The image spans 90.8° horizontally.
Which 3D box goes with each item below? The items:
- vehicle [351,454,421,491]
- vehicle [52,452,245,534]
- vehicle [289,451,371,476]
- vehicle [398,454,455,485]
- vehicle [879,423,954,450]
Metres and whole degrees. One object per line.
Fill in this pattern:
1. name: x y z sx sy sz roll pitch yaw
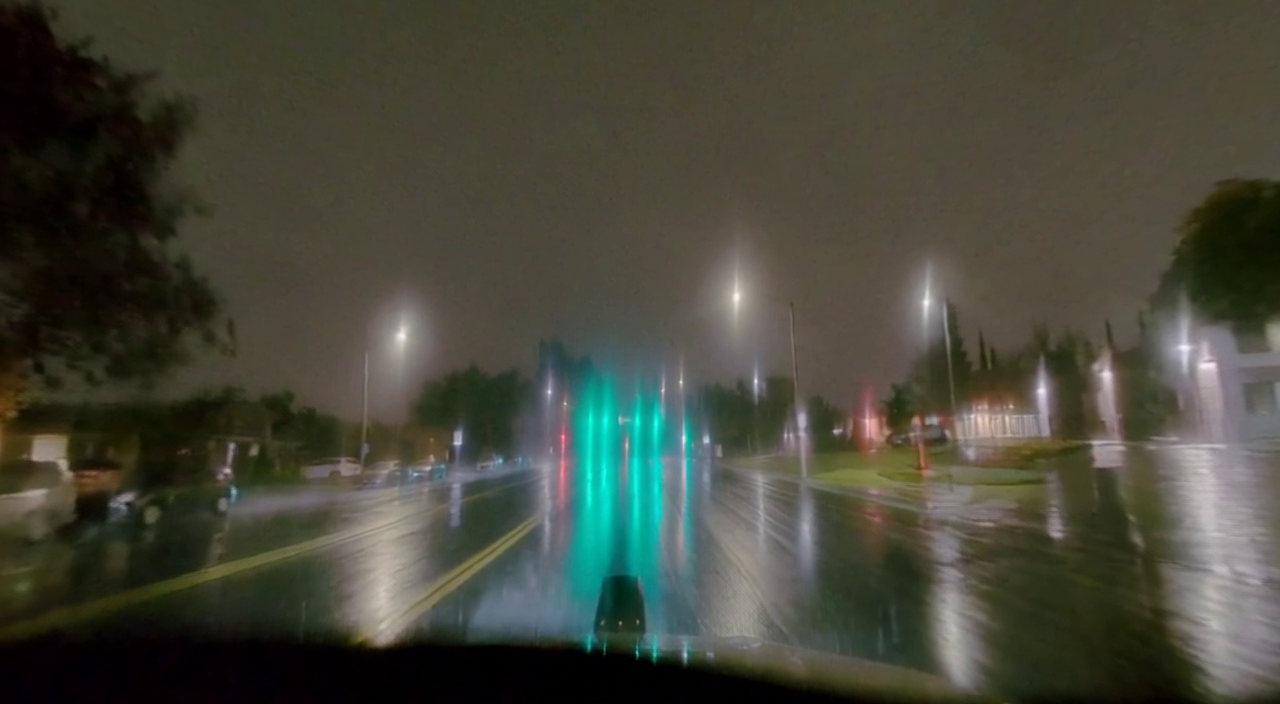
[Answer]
1. vehicle: -12.669 6.004 31.810 1.828 1.510 4.149 -4 -9 0
2. vehicle: -12.637 3.581 16.638 1.882 1.727 3.945 -3 -8 0
3. vehicle: -20.916 7.500 42.675 4.498 1.623 1.903 0 -9 1
4. vehicle: -12.663 6.963 37.699 1.909 1.477 4.345 -3 -8 -1
5. vehicle: 17.532 5.400 40.131 1.726 1.620 3.938 7 -11 -37
